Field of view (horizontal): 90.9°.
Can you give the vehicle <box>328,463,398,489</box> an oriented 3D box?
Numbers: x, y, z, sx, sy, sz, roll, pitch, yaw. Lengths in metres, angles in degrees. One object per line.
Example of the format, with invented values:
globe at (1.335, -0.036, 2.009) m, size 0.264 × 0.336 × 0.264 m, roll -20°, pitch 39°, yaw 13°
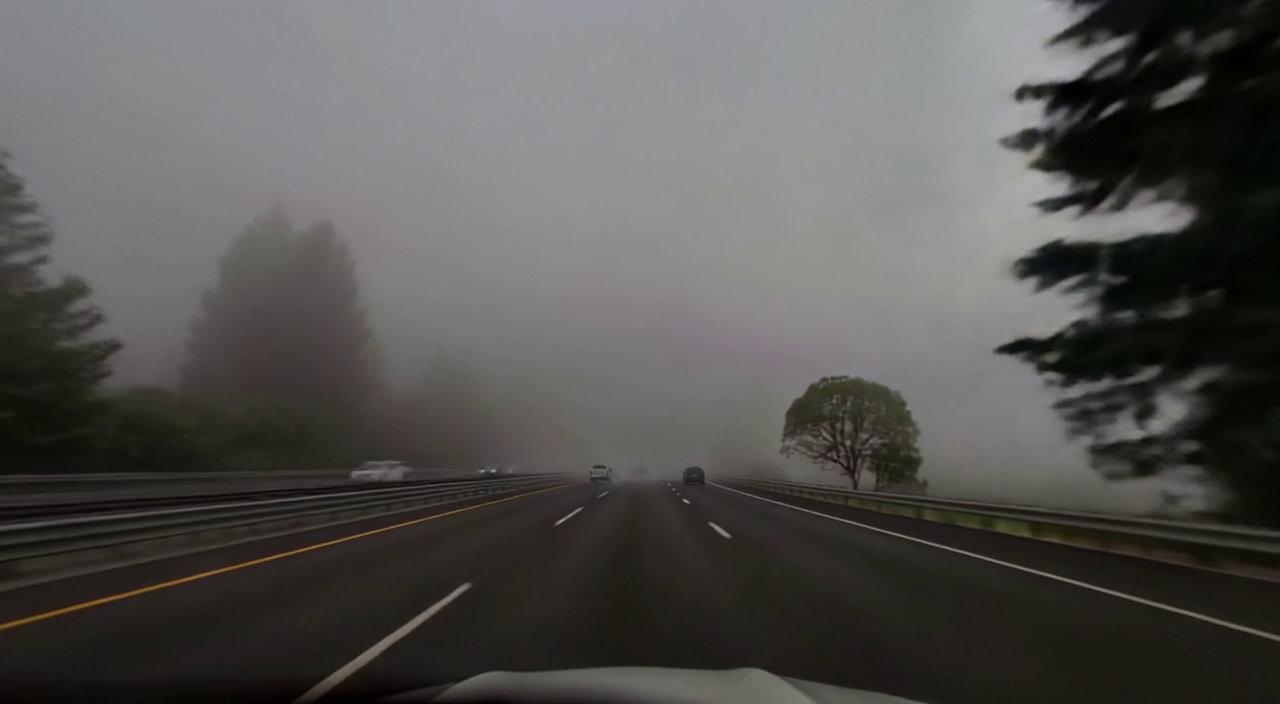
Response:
vehicle at (-16.079, 7.250, 36.882) m, size 2.023 × 1.373 × 4.618 m, roll 0°, pitch -11°, yaw 0°
